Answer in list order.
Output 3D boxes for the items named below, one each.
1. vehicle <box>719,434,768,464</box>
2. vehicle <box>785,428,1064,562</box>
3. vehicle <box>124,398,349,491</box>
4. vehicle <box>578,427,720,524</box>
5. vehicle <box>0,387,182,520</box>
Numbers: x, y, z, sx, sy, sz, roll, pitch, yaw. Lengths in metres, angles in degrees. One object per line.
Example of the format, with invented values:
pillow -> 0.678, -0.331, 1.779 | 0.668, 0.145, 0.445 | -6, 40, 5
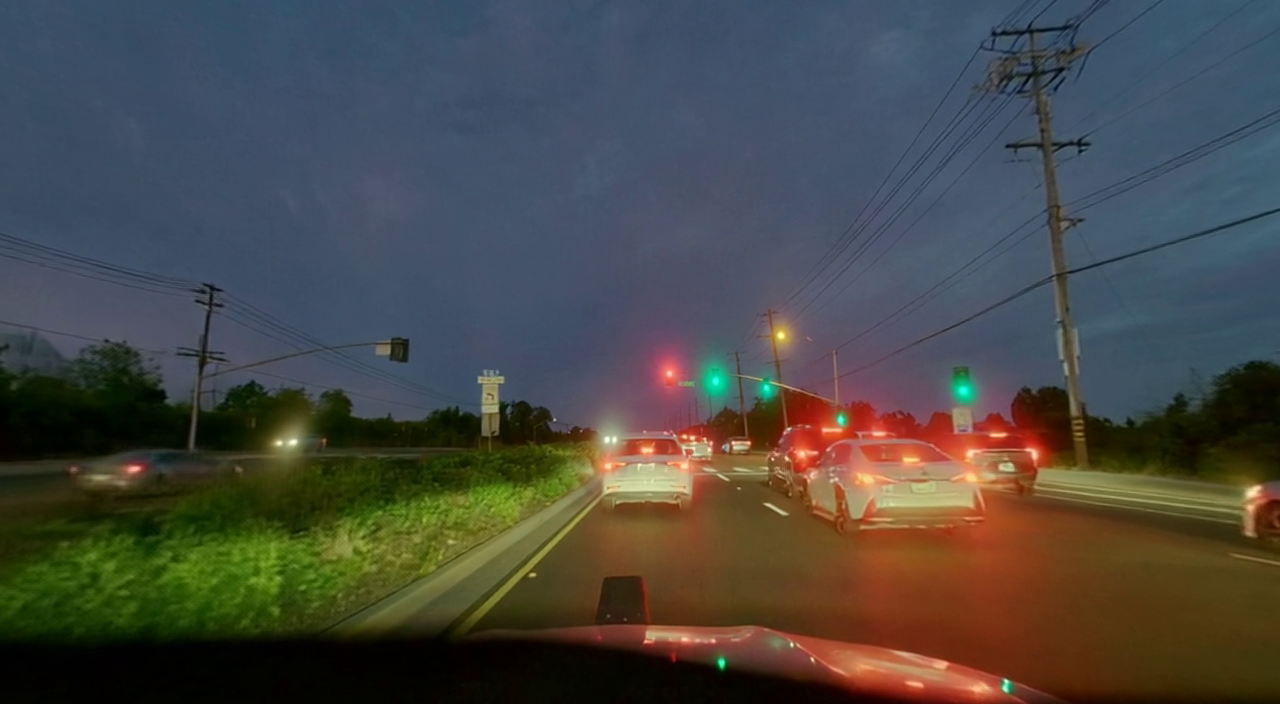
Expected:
vehicle -> 5.507, 5.227, 34.069 | 1.995, 1.491, 4.133 | 0, -8, 1
vehicle -> 3.653, 1.915, 9.255 | 2.028, 1.454, 4.531 | 0, -8, 1
vehicle -> -17.072, 4.098, 28.018 | 3.085, 3.375, 9.783 | -1, -8, 3
vehicle -> 0.164, 2.265, 12.100 | 2.208, 1.498, 4.401 | 0, -8, 1
vehicle -> -17.659, 2.798, 17.464 | 2.934, 3.328, 8.716 | -1, -8, 3
